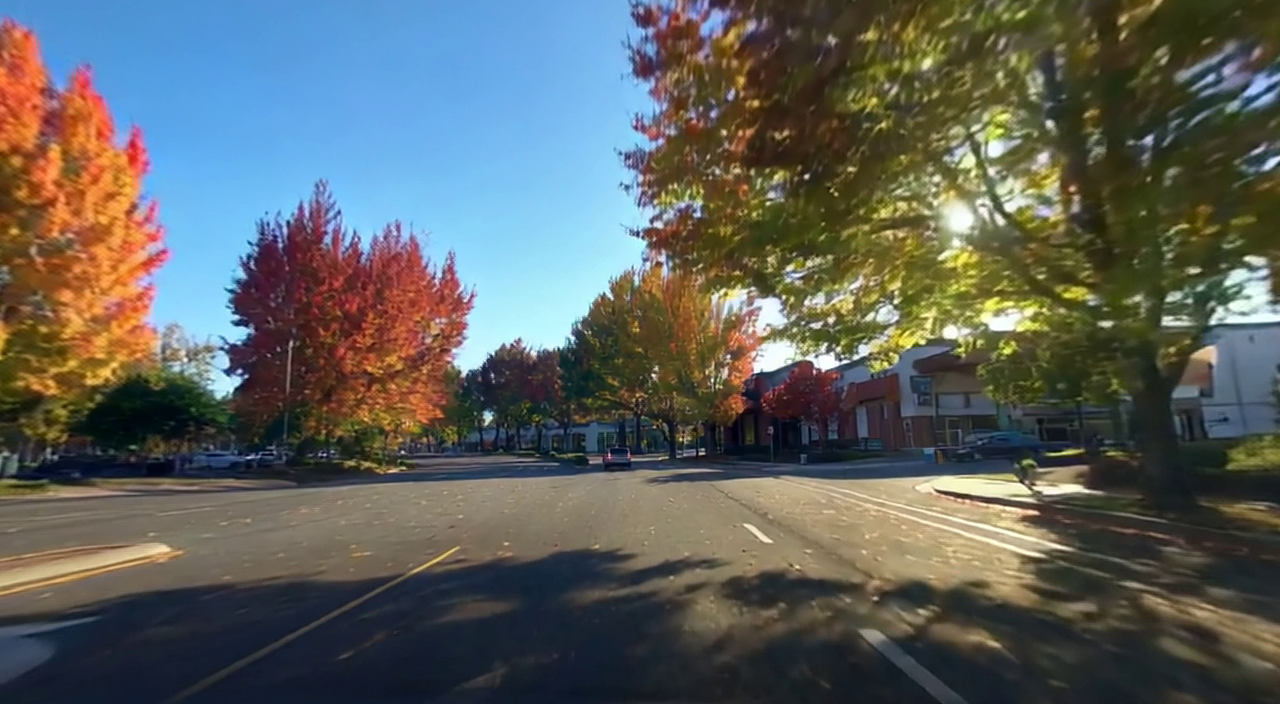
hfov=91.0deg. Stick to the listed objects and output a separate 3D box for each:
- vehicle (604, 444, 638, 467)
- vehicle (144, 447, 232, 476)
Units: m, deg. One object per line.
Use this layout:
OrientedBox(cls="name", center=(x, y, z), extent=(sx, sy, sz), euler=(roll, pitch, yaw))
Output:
OrientedBox(cls="vehicle", center=(-1.403, 7.299, 44.487), extent=(2.018, 1.512, 4.304), euler=(1, -8, -7))
OrientedBox(cls="vehicle", center=(-35.500, 8.642, 49.640), extent=(5.135, 1.689, 2.269), euler=(-3, -12, -15))
